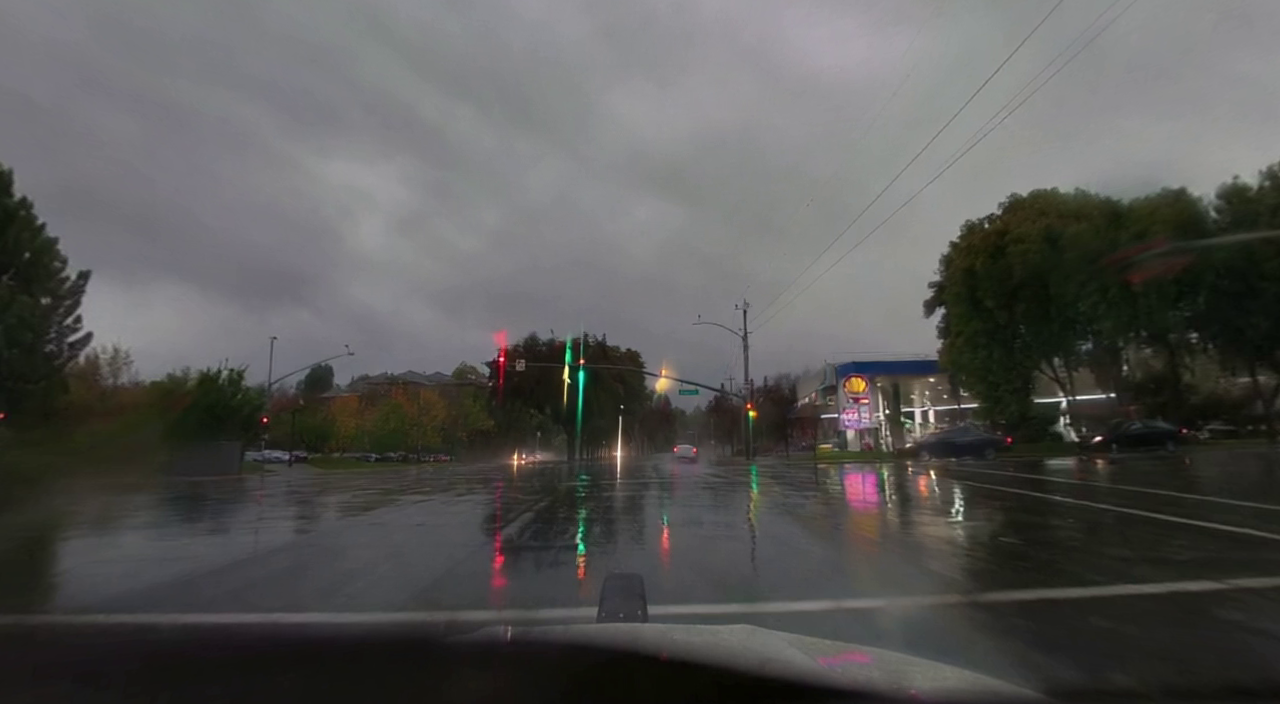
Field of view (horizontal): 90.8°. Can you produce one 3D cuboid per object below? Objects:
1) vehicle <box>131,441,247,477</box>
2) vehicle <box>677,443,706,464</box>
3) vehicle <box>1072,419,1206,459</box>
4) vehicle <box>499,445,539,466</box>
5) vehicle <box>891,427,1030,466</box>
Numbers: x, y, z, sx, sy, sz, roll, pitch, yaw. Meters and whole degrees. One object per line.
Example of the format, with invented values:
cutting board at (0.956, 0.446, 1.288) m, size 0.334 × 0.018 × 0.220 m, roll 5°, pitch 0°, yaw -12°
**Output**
vehicle at (-33.374, 7.950, 46.928) m, size 6.708 × 2.544 × 2.452 m, roll 0°, pitch -9°, yaw 1°
vehicle at (3.790, 7.556, 47.208) m, size 1.908 × 1.492 × 3.977 m, roll 0°, pitch -9°, yaw 1°
vehicle at (20.445, 3.592, 25.980) m, size 4.002 × 1.544 × 1.820 m, roll 0°, pitch -9°, yaw -4°
vehicle at (-9.279, 7.990, 48.810) m, size 2.023 × 1.498 × 4.605 m, roll -1°, pitch -9°, yaw 3°
vehicle at (13.172, 3.917, 26.214) m, size 4.605 × 1.497 × 2.061 m, roll 0°, pitch -9°, yaw 0°
